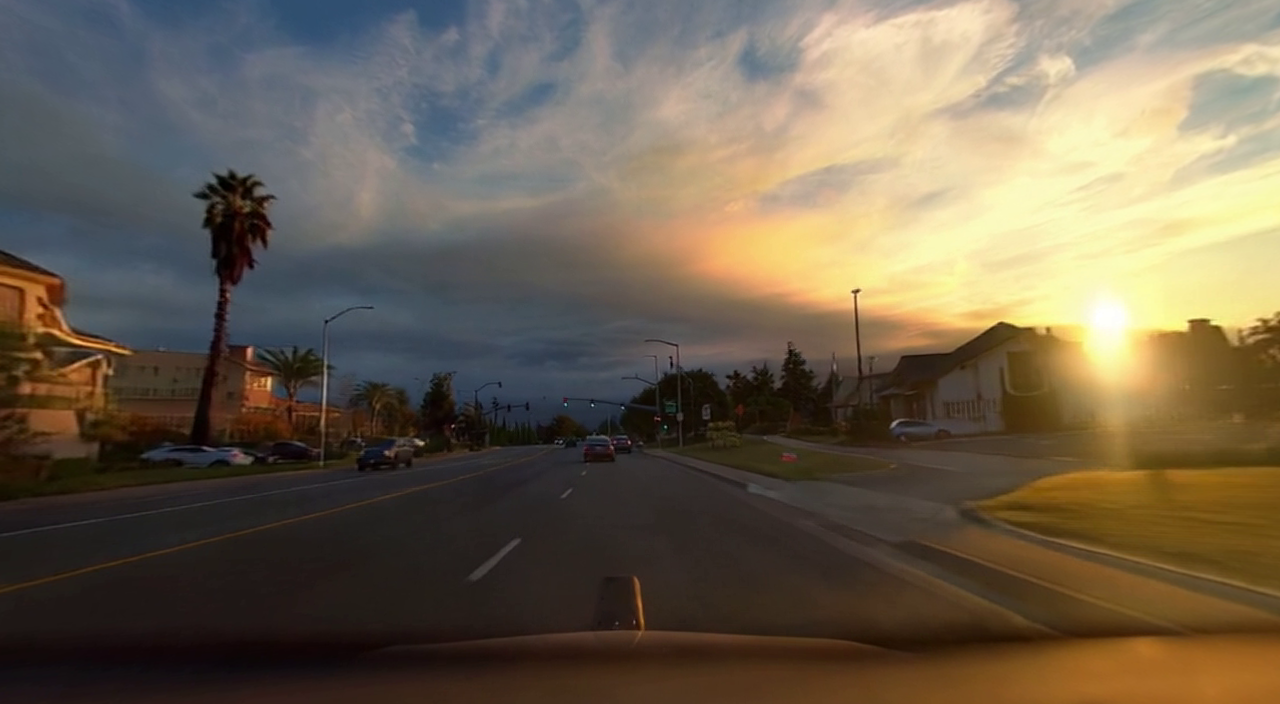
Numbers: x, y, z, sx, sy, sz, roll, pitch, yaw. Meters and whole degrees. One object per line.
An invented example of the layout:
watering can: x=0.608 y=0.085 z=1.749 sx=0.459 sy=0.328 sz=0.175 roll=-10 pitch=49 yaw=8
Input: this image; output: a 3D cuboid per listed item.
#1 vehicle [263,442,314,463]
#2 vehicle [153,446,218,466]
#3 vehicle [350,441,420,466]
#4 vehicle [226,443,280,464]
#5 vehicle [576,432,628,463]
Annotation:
vehicle: x=-27.691 y=7.878 z=49.853 sx=1.816 sy=1.586 sz=3.958 roll=0 pitch=-8 yaw=-2
vehicle: x=-35.718 y=8.143 z=49.796 sx=1.940 sy=1.474 sz=4.384 roll=0 pitch=-8 yaw=-2
vehicle: x=-16.141 y=6.382 z=39.916 sx=4.784 sy=1.487 sz=1.903 roll=-6 pitch=-10 yaw=37
vehicle: x=-30.204 y=7.909 z=49.412 sx=1.812 sy=1.585 sz=3.938 roll=0 pitch=-8 yaw=-3
vehicle: x=-1.940 y=5.070 z=33.465 sx=2.060 sy=1.526 sz=3.859 roll=-1 pitch=-8 yaw=7
